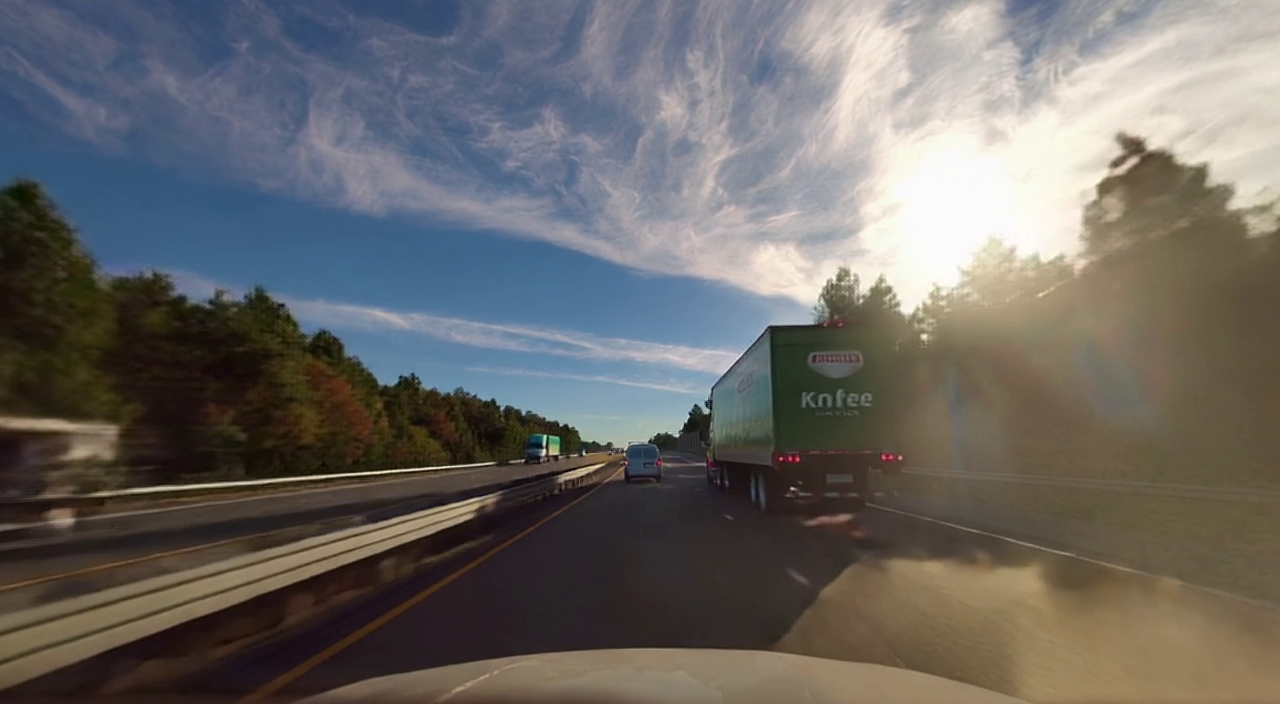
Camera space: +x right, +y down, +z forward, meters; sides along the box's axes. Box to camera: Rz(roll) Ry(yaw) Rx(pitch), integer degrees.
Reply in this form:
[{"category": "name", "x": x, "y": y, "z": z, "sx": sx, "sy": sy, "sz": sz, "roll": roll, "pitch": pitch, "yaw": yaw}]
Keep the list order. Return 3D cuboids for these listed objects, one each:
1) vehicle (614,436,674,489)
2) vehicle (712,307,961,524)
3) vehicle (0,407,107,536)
[{"category": "vehicle", "x": 0.169, "y": 4.272, "z": 24.554, "sx": 2.105, "sy": 1.865, "sz": 4.102, "roll": 0, "pitch": -9, "yaw": 1}, {"category": "vehicle", "x": 4.269, "y": 2.097, "z": 17.864, "sx": 3.030, "sy": 3.985, "sz": 12.707, "roll": 0, "pitch": -9, "yaw": 0}, {"category": "vehicle", "x": -13.428, "y": 2.263, "z": 11.575, "sx": 2.227, "sy": 2.465, "sz": 5.698, "roll": -3, "pitch": -9, "yaw": 1}]
